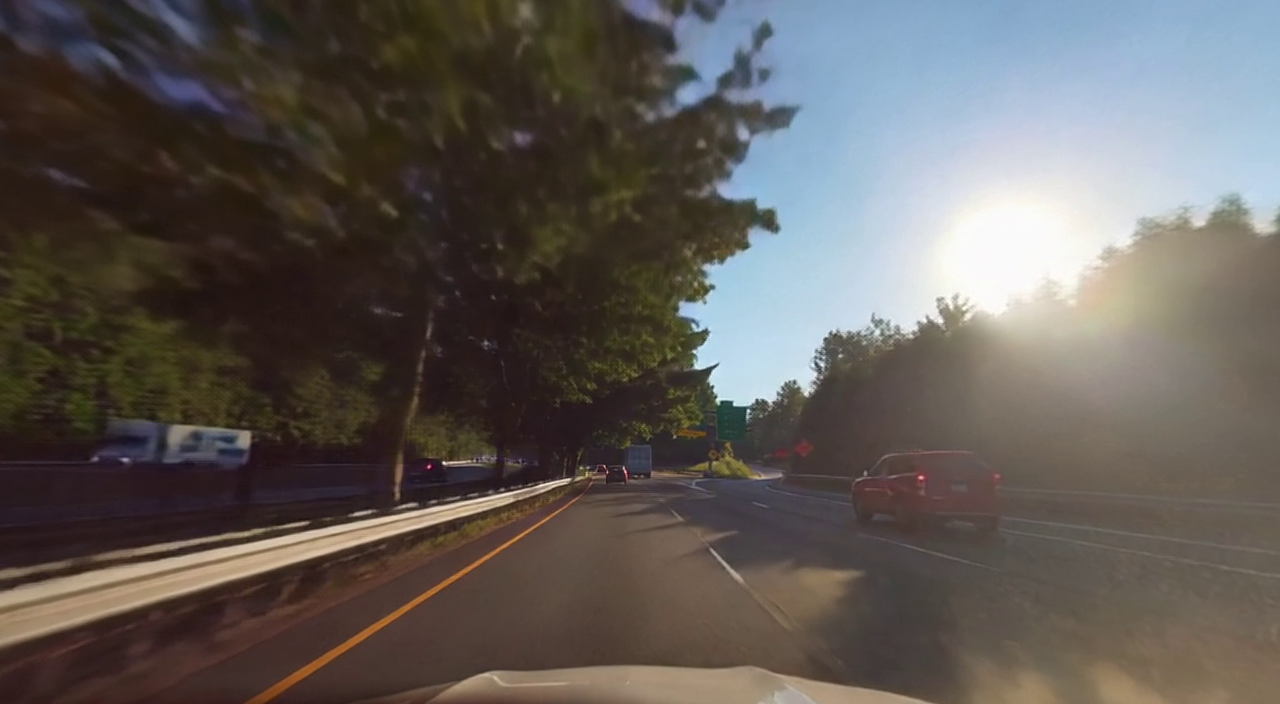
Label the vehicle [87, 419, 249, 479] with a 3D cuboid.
[{"bbox_3d":[-33.330,7.180,45.495,2.954,3.720,11.544,1,-11,-1],"label":"vehicle"}]

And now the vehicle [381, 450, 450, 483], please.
[{"bbox_3d":[-11.955,6.166,33.938,1.952,1.618,4.859,1,-10,-1],"label":"vehicle"}]

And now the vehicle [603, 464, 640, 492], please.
[{"bbox_3d":[-1.091,7.235,36.346,1.987,1.467,3.903,1,-10,-2],"label":"vehicle"}]

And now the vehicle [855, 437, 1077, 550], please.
[{"bbox_3d":[6.134,2.738,12.689,1.998,1.776,4.663,1,-10,0],"label":"vehicle"}]
